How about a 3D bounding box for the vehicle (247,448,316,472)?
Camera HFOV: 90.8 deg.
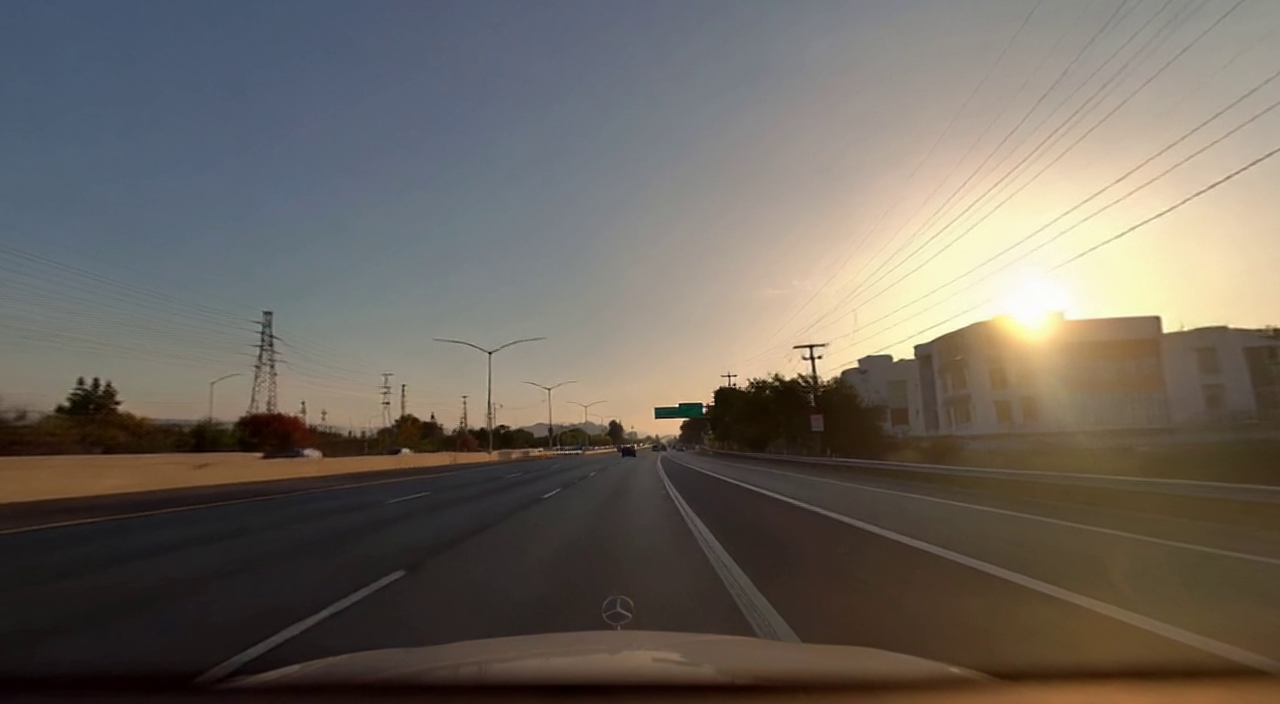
[{"bbox_3d":[-25.193,7.606,44.572,1.950,1.541,4.799,-1,-8,1],"label":"vehicle"}]
